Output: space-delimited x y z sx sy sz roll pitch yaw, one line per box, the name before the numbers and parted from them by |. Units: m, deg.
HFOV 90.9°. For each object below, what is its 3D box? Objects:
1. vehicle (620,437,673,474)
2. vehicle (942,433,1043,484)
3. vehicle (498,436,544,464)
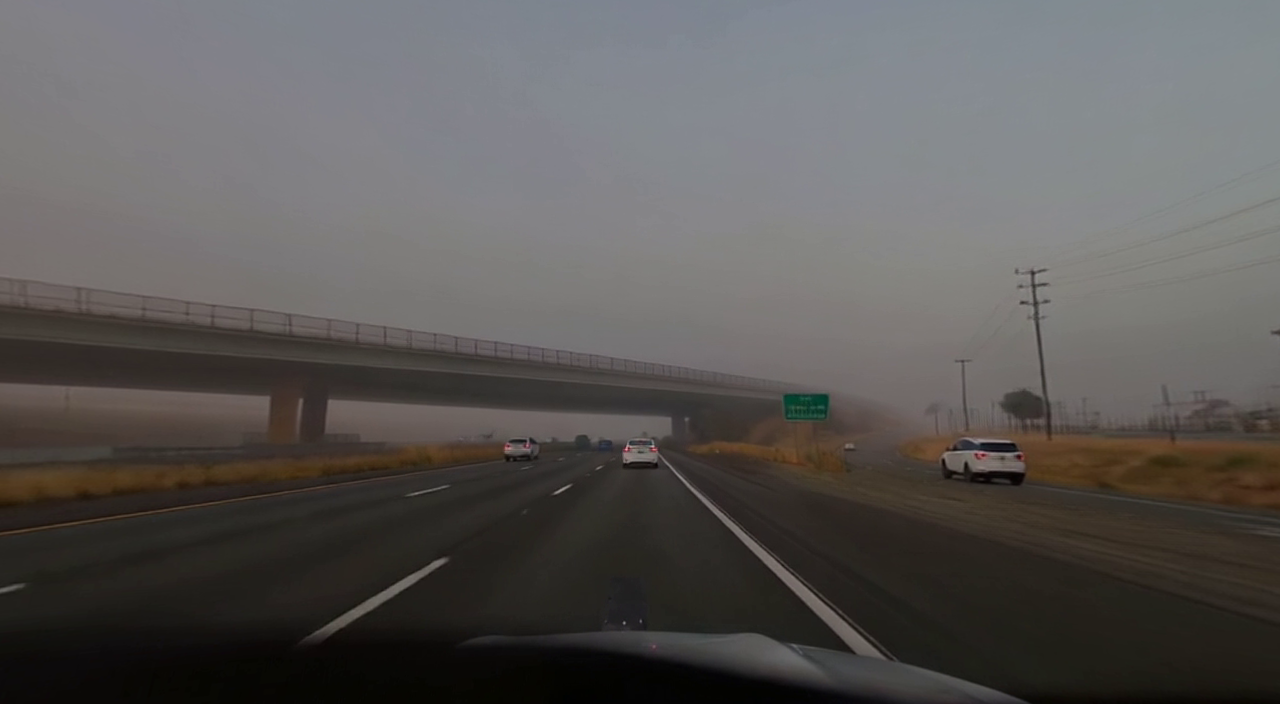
vehicle | 0.231 4.486 27.556 2.145 1.493 4.146 1 -8 -1
vehicle | 13.938 4.199 25.259 2.095 1.674 4.530 3 -8 10
vehicle | -7.716 6.412 41.380 2.067 1.682 4.388 0 -8 1
